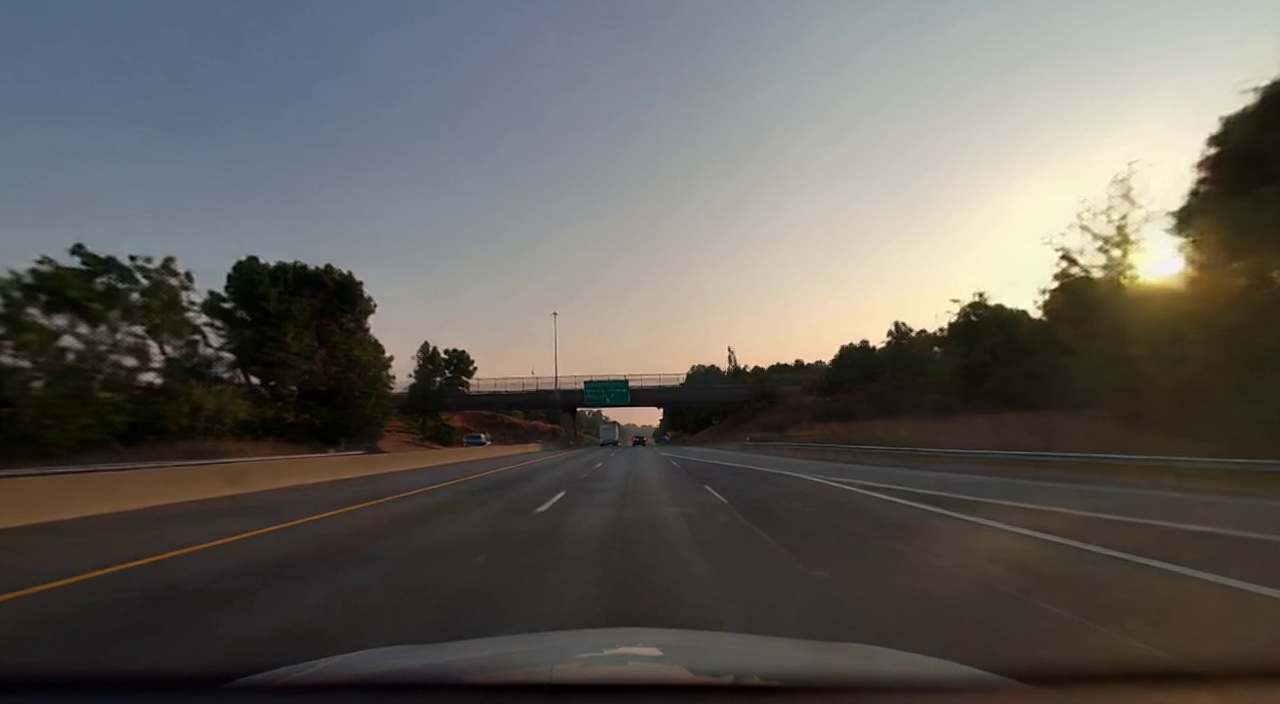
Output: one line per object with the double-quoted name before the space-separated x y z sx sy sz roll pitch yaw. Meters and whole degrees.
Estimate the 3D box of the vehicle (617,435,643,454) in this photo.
"vehicle" -0.853 7.294 49.556 1.952 1.438 3.702 0 -8 -3
